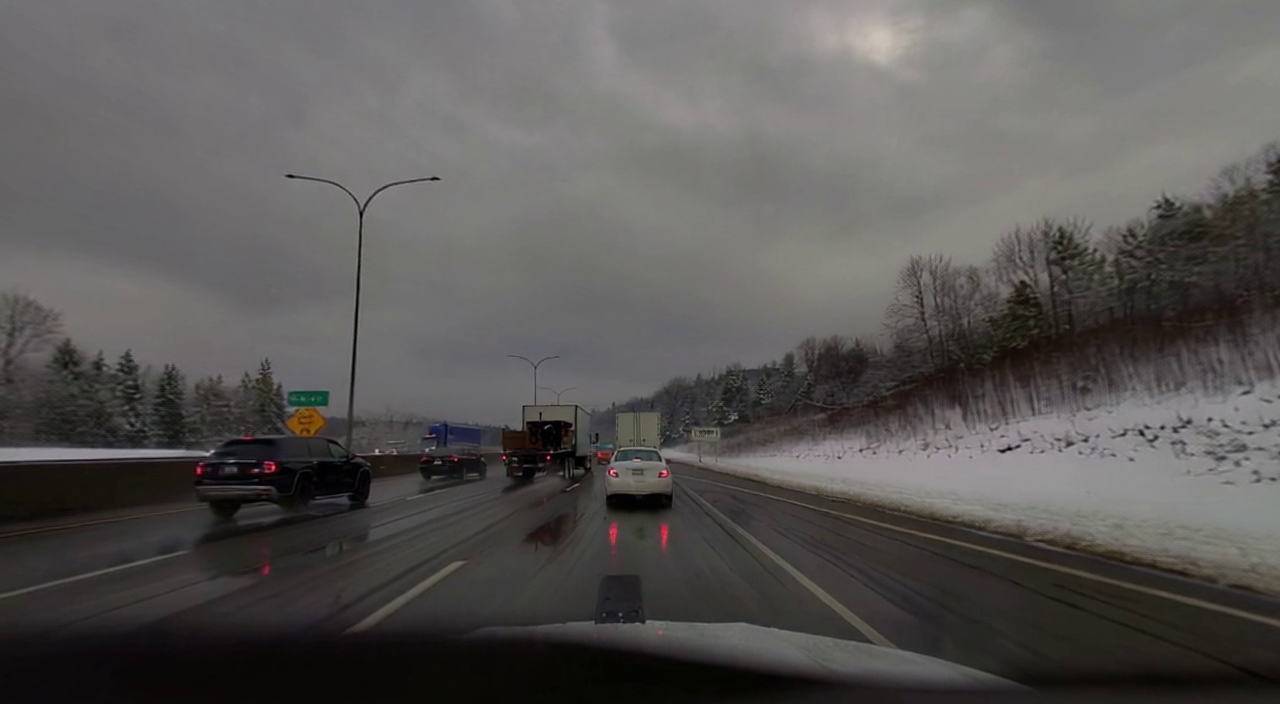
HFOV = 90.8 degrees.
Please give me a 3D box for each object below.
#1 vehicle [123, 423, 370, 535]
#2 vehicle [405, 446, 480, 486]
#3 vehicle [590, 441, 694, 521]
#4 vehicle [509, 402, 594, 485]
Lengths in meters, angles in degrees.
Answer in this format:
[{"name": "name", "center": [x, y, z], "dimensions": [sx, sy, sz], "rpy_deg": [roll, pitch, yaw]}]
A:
[{"name": "vehicle", "center": [-7.195, 2.355, 12.244], "dimensions": [1.952, 1.746, 4.332], "rpy_deg": [0, -9, 0]}, {"name": "vehicle", "center": [-8.118, 4.695, 26.320], "dimensions": [1.880, 1.512, 3.758], "rpy_deg": [-1, -9, 1]}, {"name": "vehicle", "center": [0.013, 2.741, 13.835], "dimensions": [1.995, 1.495, 3.380], "rpy_deg": [0, -9, -1]}, {"name": "vehicle", "center": [-3.851, 4.274, 29.363], "dimensions": [2.812, 3.342, 7.248], "rpy_deg": [-1, -9, 1]}]
